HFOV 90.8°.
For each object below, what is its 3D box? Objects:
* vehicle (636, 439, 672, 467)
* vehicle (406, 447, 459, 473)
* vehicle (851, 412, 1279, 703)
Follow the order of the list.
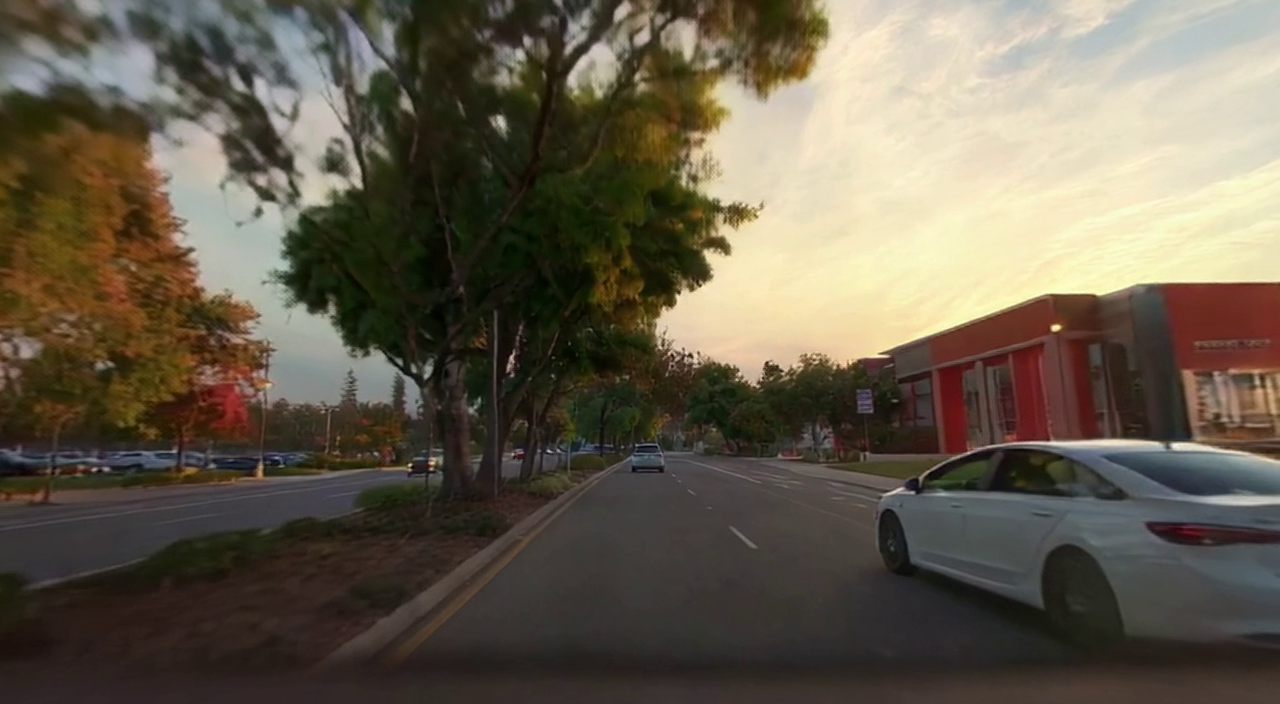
[{"bbox_3d":[0.958,6.558,41.133,2.123,1.703,4.292,-1,-8,5],"label":"vehicle"},{"bbox_3d":[-14.071,7.312,43.118,1.910,1.667,4.290,-1,-8,4],"label":"vehicle"},{"bbox_3d":[3.702,1.385,5.349,2.132,1.497,4.827,0,-8,0],"label":"vehicle"}]
